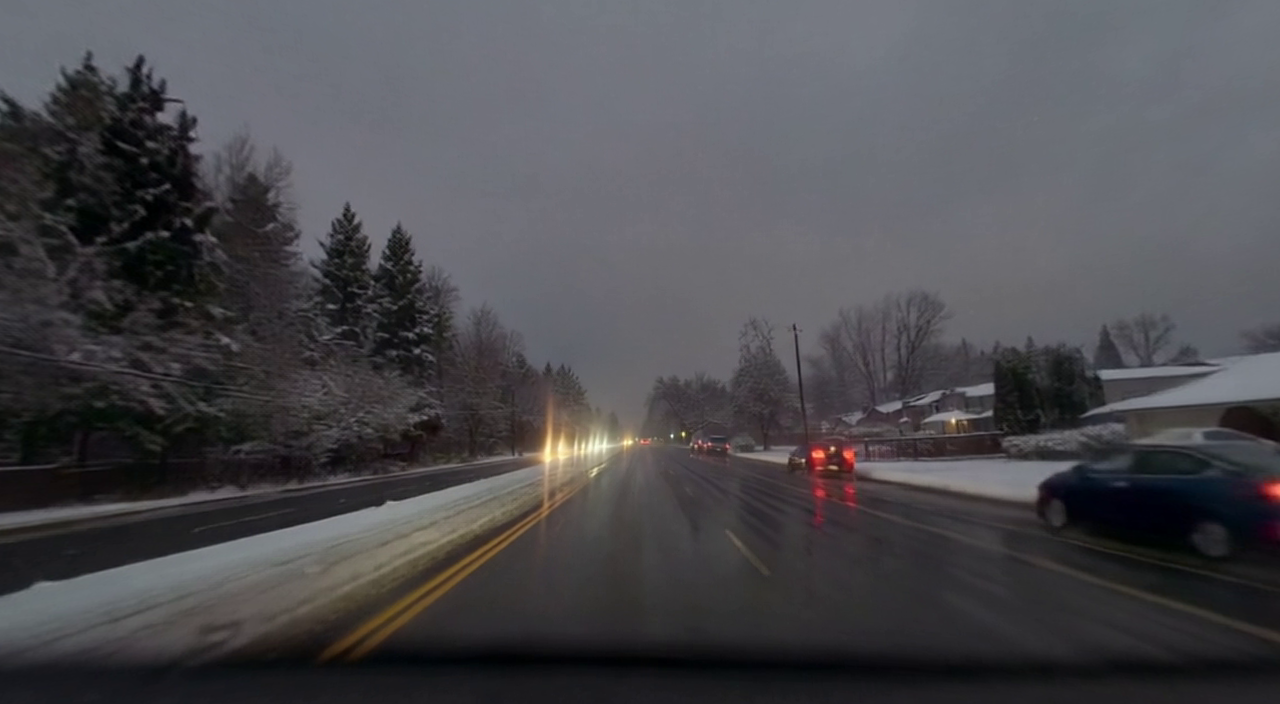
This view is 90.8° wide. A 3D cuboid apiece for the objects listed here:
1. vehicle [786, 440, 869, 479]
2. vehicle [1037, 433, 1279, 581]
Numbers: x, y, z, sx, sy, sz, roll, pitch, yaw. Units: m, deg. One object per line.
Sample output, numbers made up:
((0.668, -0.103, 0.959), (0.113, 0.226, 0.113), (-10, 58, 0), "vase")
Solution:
((7.628, 4.426, 26.244), (1.967, 1.449, 4.645), (0, -8, 0), "vehicle")
((7.428, 1.780, 7.890), (2.010, 1.469, 4.548), (0, -8, 1), "vehicle")
